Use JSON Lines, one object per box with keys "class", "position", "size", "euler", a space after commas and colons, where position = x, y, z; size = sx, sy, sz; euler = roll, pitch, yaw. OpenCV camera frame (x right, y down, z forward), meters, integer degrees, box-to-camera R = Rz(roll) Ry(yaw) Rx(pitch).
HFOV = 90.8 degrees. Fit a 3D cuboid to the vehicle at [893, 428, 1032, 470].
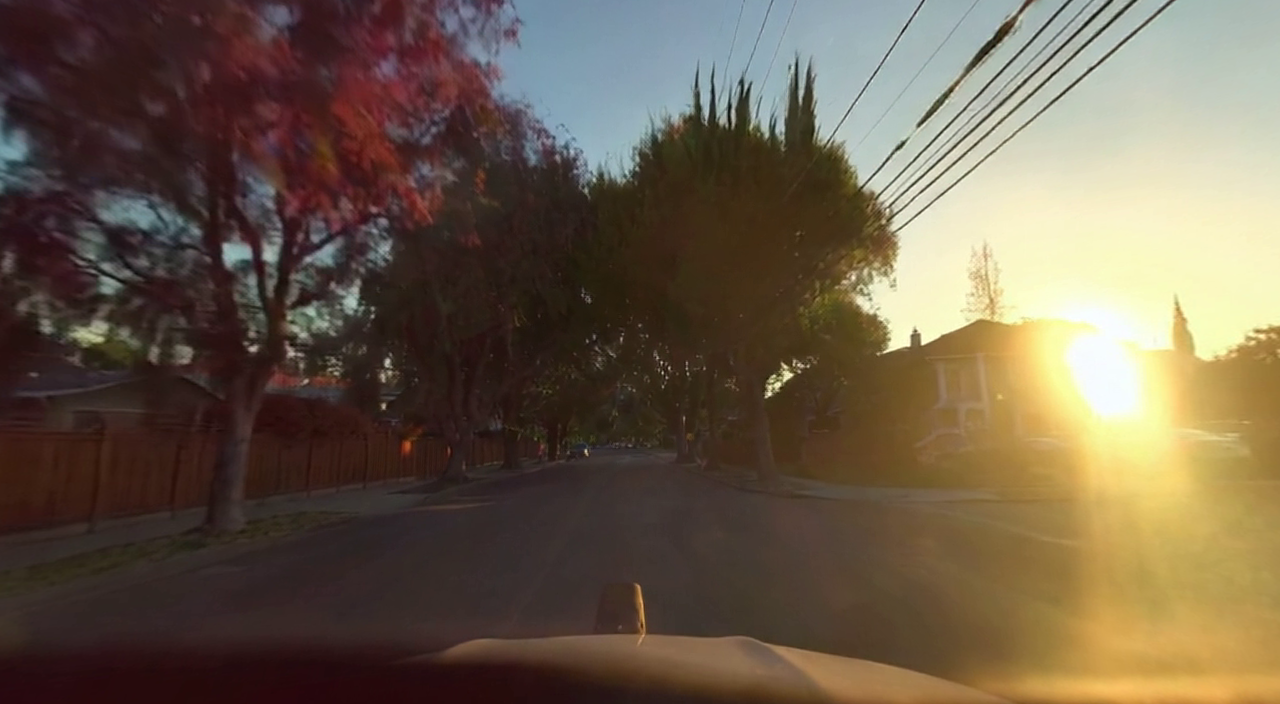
{"class": "vehicle", "position": [12.344, 3.744, 24.516], "size": [4.286, 1.525, 2.219], "euler": [-1, -9, 10]}
